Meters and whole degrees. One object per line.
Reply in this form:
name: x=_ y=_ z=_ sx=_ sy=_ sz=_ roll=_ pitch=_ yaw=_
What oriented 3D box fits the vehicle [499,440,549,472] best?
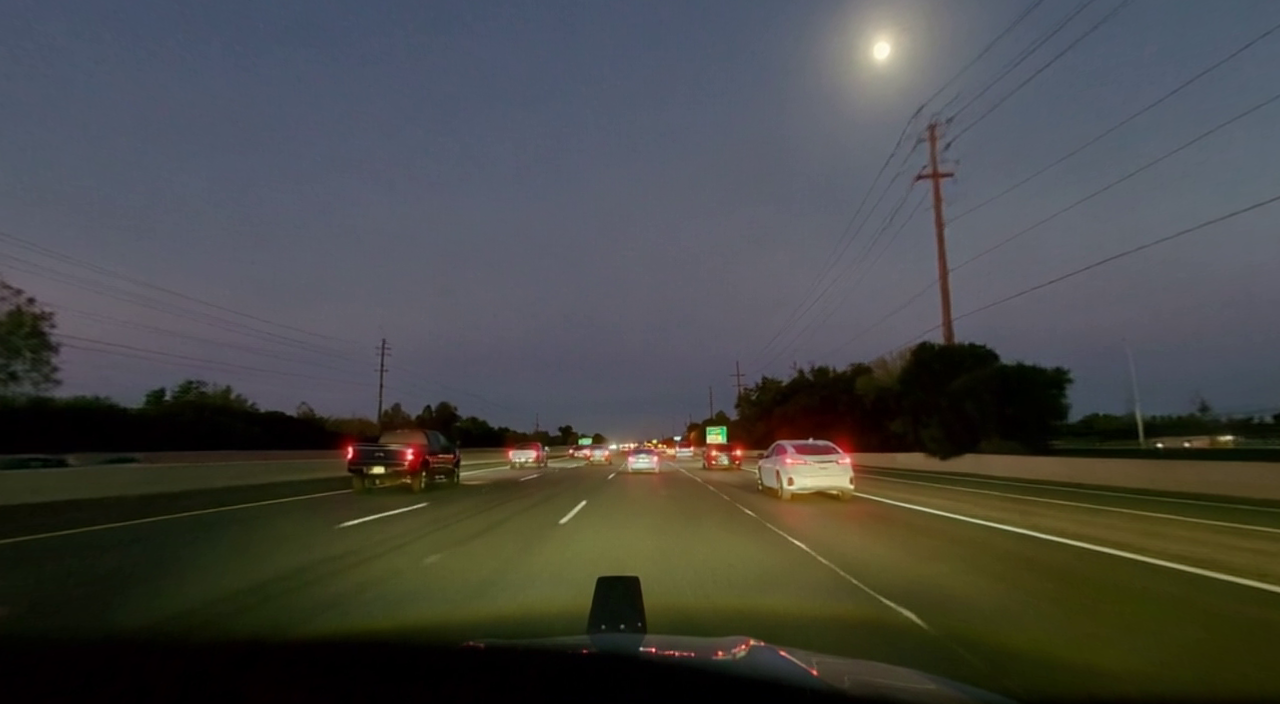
vehicle: x=-6.609 y=5.967 z=36.313 sx=1.978 sy=1.680 sz=4.263 roll=0 pitch=-9 yaw=1

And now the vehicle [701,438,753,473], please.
vehicle: x=4.621 y=5.565 z=34.116 sx=2.195 sy=1.778 sz=4.455 roll=0 pitch=-9 yaw=1

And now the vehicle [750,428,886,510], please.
vehicle: x=4.099 y=2.773 z=15.372 sx=2.002 sy=1.691 sz=4.290 roll=0 pitch=-9 yaw=0

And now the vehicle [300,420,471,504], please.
vehicle: x=-6.758 y=3.010 z=17.732 sx=2.269 sy=1.936 sz=5.777 roll=0 pitch=-9 yaw=1

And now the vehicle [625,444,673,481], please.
vehicle: x=0.380 y=4.752 z=27.442 sx=1.966 sy=1.444 sz=3.986 roll=0 pitch=-9 yaw=1

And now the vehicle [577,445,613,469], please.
vehicle: x=-2.835 y=6.729 z=40.664 sx=1.904 sy=1.479 sz=4.274 roll=0 pitch=-9 yaw=1

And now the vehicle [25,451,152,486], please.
vehicle: x=-34.541 y=7.285 z=39.807 sx=2.660 sy=1.965 sz=5.799 roll=0 pitch=-9 yaw=1
